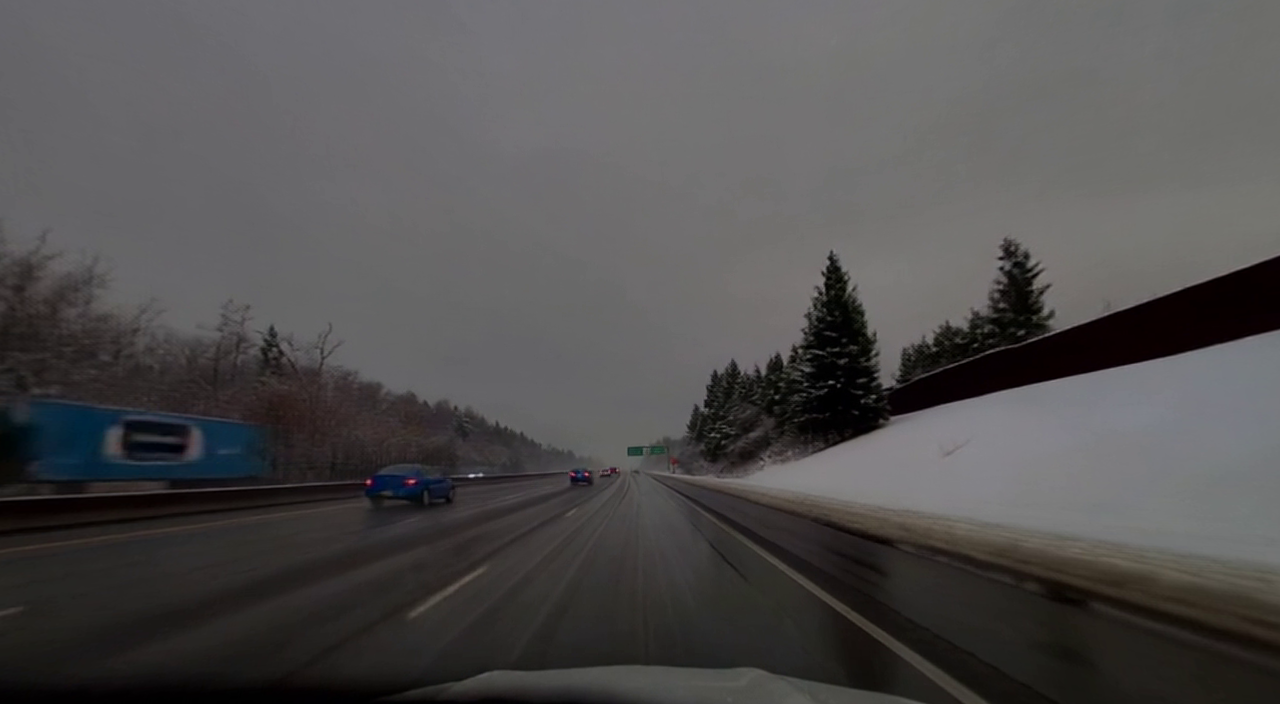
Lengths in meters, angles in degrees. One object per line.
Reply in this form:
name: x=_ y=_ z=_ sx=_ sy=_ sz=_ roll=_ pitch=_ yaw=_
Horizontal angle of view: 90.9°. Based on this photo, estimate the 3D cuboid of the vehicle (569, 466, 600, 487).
vehicle: x=-4.026 y=9.129 z=46.395 sx=1.941 sy=1.437 sz=3.829 roll=1 pitch=-10 yaw=0

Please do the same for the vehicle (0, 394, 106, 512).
vehicle: x=-22.884 y=3.530 z=21.966 sx=2.973 sy=3.888 sz=5.915 roll=1 pitch=-10 yaw=0

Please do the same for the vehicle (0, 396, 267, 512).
vehicle: x=-23.024 y=4.811 z=28.971 sx=3.153 sy=4.011 sz=14.034 roll=1 pitch=-10 yaw=0

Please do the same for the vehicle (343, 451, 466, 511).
vehicle: x=-7.185 y=4.012 z=19.842 sx=2.124 sy=1.630 sz=4.416 roll=1 pitch=-10 yaw=0
